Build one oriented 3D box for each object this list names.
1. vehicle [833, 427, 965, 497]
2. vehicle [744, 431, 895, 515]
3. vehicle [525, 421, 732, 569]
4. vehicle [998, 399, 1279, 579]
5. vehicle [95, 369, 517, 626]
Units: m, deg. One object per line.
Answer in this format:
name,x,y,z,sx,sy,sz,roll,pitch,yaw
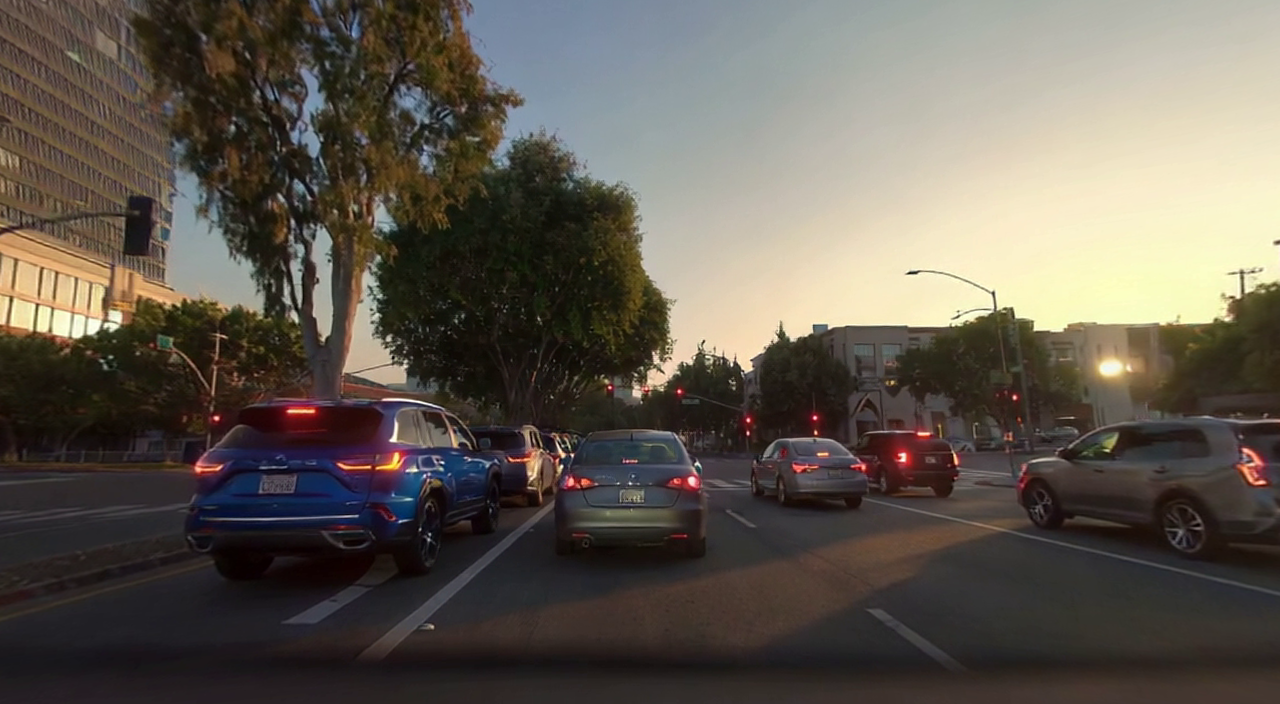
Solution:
vehicle,7.035,3.026,17.701,1.894,1.693,4.110,0,-8,-1
vehicle,3.591,2.501,13.594,1.861,1.473,4.393,0,-8,-1
vehicle,-0.152,1.748,8.461,2.097,1.480,4.006,0,-8,-1
vehicle,7.241,1.668,8.432,2.068,1.731,4.752,0,-8,-1
vehicle,-2.852,1.384,6.969,2.064,1.825,4.760,0,-8,-1
